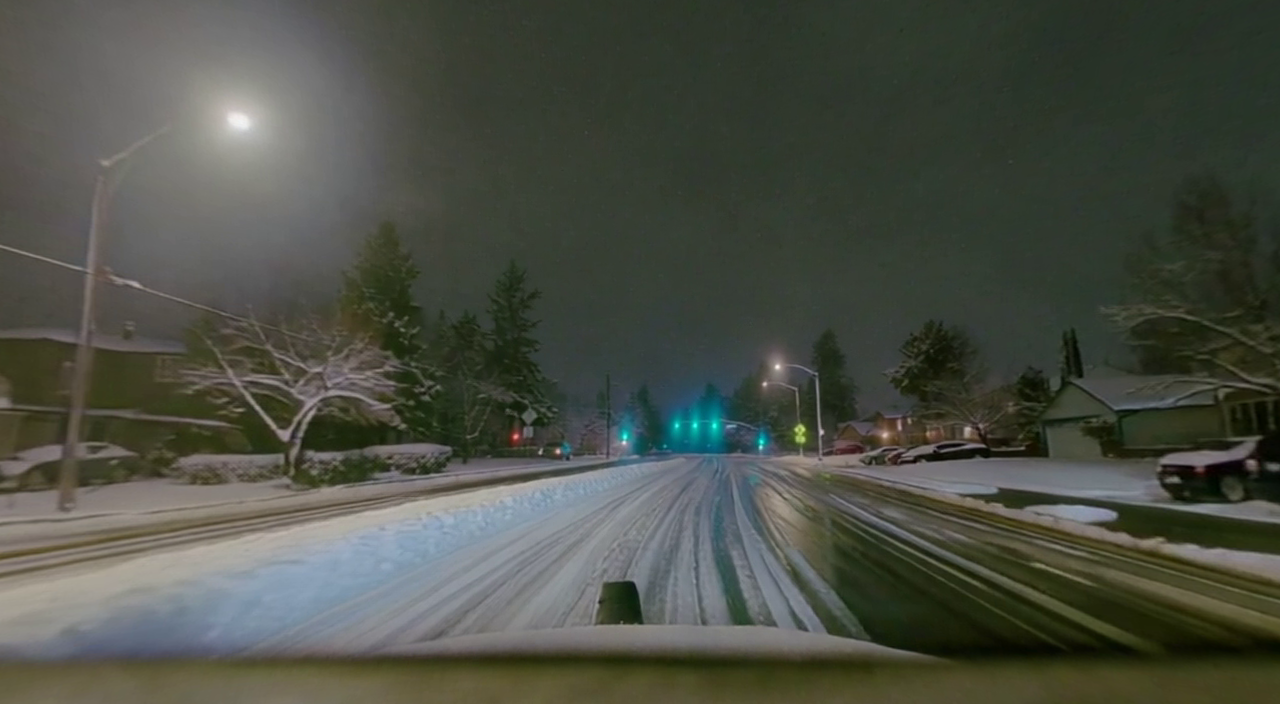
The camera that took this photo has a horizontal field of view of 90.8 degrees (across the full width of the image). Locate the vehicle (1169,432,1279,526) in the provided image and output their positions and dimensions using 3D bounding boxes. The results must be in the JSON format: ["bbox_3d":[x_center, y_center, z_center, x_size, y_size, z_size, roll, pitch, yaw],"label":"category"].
[{"bbox_3d":[14.886,2.707,13.666,4.691,1.872,2.147,-1,-9,6],"label":"vehicle"}]

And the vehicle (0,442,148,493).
[{"bbox_3d":[-19.169,3.763,21.029,1.786,1.500,4.021,-2,-9,13],"label":"vehicle"}]

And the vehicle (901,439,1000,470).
[{"bbox_3d":[18.849,6.230,38.557,4.854,1.803,2.179,0,-9,2],"label":"vehicle"}]
